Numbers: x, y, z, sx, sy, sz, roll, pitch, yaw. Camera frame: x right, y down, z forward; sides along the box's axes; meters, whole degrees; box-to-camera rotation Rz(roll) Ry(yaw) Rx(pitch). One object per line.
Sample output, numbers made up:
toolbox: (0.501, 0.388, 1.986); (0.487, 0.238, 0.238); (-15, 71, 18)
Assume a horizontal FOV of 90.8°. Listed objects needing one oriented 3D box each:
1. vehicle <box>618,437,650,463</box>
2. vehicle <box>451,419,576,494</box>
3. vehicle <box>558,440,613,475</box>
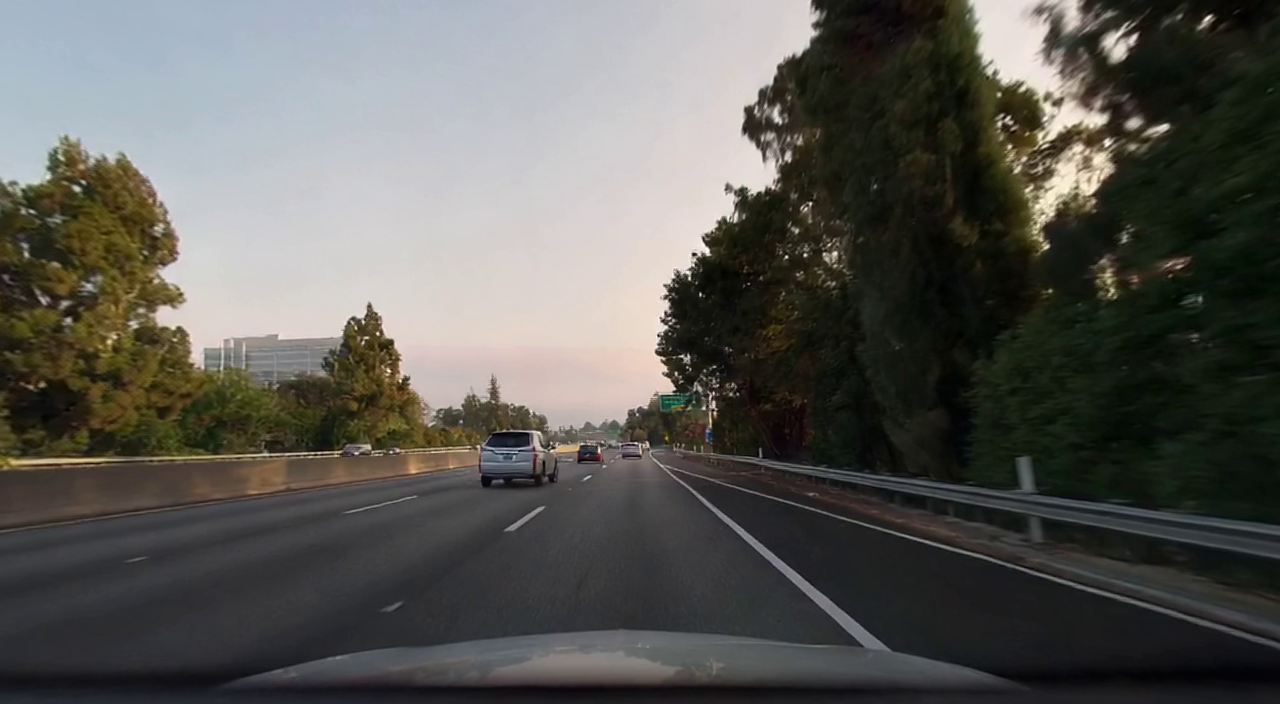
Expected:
vehicle: (-0.456, 7.421, 48.124); (2.306, 1.857, 4.657); (0, -9, 0)
vehicle: (-3.627, 3.175, 19.418); (2.497, 1.957, 5.432); (0, -9, 3)
vehicle: (-2.531, 5.058, 30.577); (2.068, 1.539, 4.720); (0, -9, 3)
